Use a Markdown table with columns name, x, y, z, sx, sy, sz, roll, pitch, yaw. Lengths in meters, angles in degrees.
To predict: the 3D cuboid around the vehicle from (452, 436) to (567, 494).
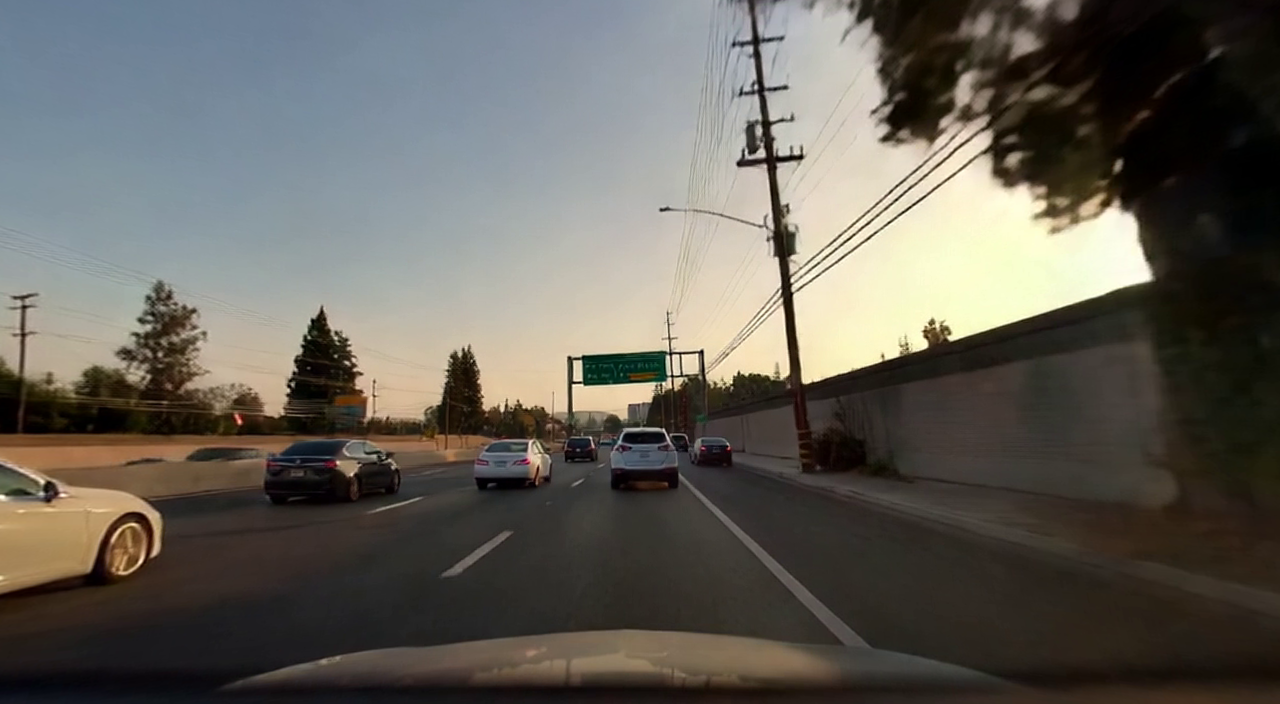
| name | x | y | z | sx | sy | sz | roll | pitch | yaw |
| --- | --- | --- | --- | --- | --- | --- | --- | --- | --- |
| vehicle | -3.531 | 3.161 | 18.146 | 2.203 | 1.425 | 4.610 | 0 | -8 | 2 |

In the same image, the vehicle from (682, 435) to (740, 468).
| name | x | y | z | sx | sy | sz | roll | pitch | yaw |
| --- | --- | --- | --- | --- | --- | --- | --- | --- | --- |
| vehicle | 3.320 | 4.748 | 30.321 | 2.197 | 1.464 | 4.356 | 0 | -8 | -1 |

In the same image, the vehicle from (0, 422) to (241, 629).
| name | x | y | z | sx | sy | sz | roll | pitch | yaw |
| --- | --- | --- | --- | --- | --- | --- | --- | --- | --- |
| vehicle | -5.543 | 1.315 | 5.078 | 1.958 | 1.447 | 4.454 | 0 | -8 | -3 |

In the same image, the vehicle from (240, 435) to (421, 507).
| name | x | y | z | sx | sy | sz | roll | pitch | yaw |
| --- | --- | --- | --- | --- | --- | --- | --- | --- | --- |
| vehicle | -7.131 | 2.768 | 15.277 | 1.959 | 1.435 | 4.719 | 0 | -8 | 0 |

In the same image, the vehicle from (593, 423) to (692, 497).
| name | x | y | z | sx | sy | sz | roll | pitch | yaw |
| --- | --- | --- | --- | --- | --- | --- | --- | --- | --- |
| vehicle | 0.081 | 2.793 | 16.709 | 2.284 | 1.699 | 4.168 | 0 | -8 | 0 |
